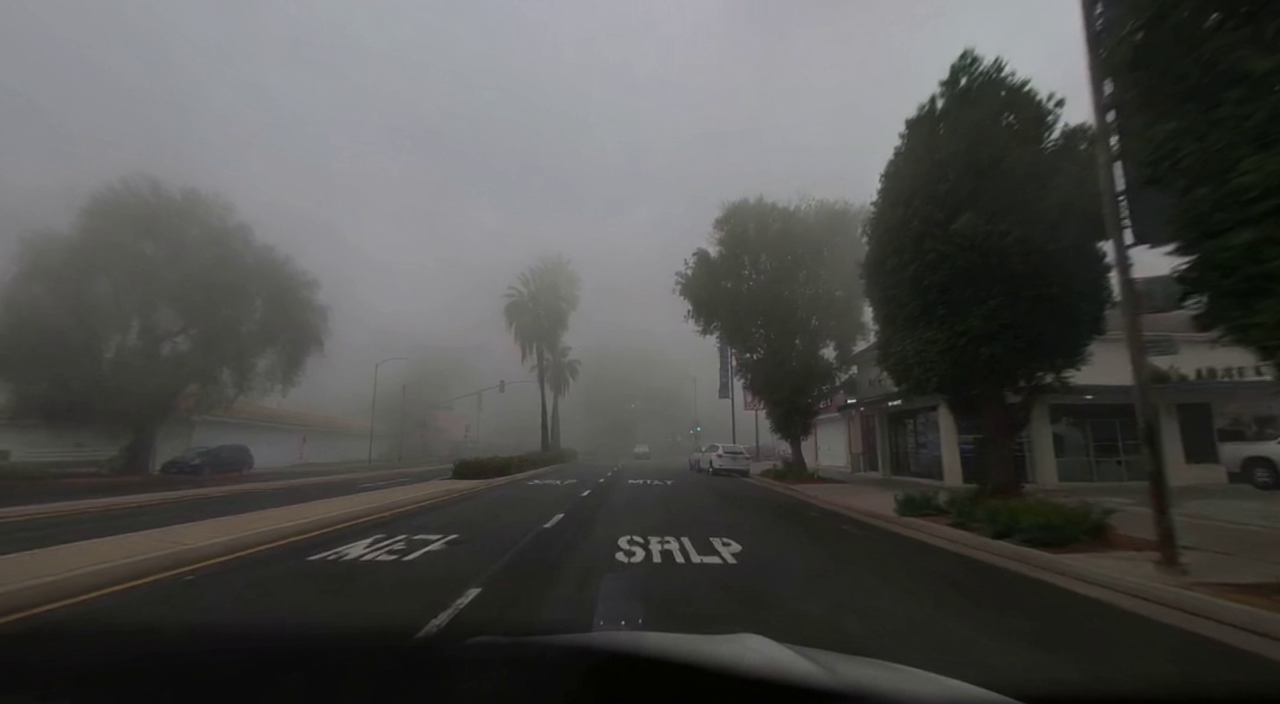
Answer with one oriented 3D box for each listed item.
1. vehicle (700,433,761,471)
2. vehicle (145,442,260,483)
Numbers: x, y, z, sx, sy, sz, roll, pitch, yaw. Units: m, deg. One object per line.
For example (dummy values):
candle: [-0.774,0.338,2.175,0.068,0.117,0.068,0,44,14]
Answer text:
vehicle: [4.264,4.807,30.292,2.089,1.652,4.668,2,-9,-2]
vehicle: [-20.331,5.196,29.466,2.097,1.772,4.576,0,-10,-1]
